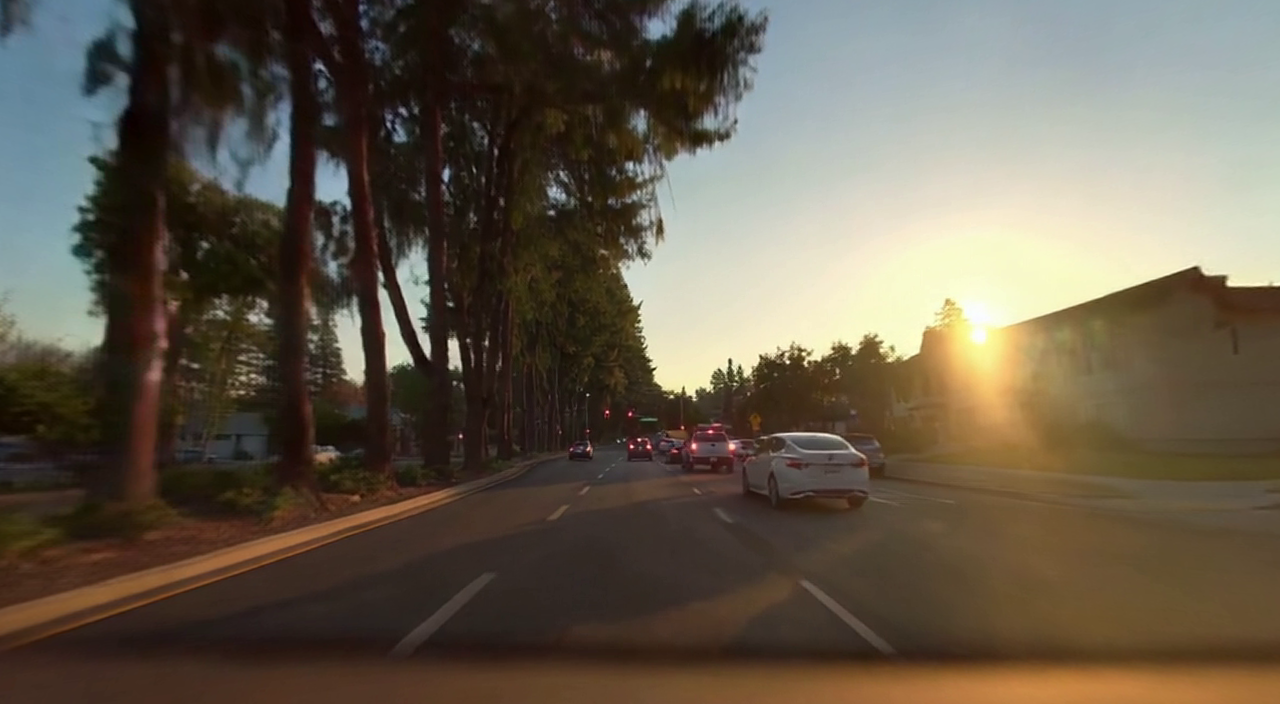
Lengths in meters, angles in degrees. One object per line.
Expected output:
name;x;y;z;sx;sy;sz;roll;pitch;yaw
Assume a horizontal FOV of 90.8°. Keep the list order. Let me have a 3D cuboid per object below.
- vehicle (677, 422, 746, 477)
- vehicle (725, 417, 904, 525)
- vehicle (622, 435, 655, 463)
vehicle;2.911;4.196;27.272;2.268;2.090;6.113;0;-8;0
vehicle;3.078;2.226;12.376;2.041;1.688;4.717;0;-8;-2
vehicle;-0.087;6.305;41.042;2.052;1.693;4.554;0;-8;0
